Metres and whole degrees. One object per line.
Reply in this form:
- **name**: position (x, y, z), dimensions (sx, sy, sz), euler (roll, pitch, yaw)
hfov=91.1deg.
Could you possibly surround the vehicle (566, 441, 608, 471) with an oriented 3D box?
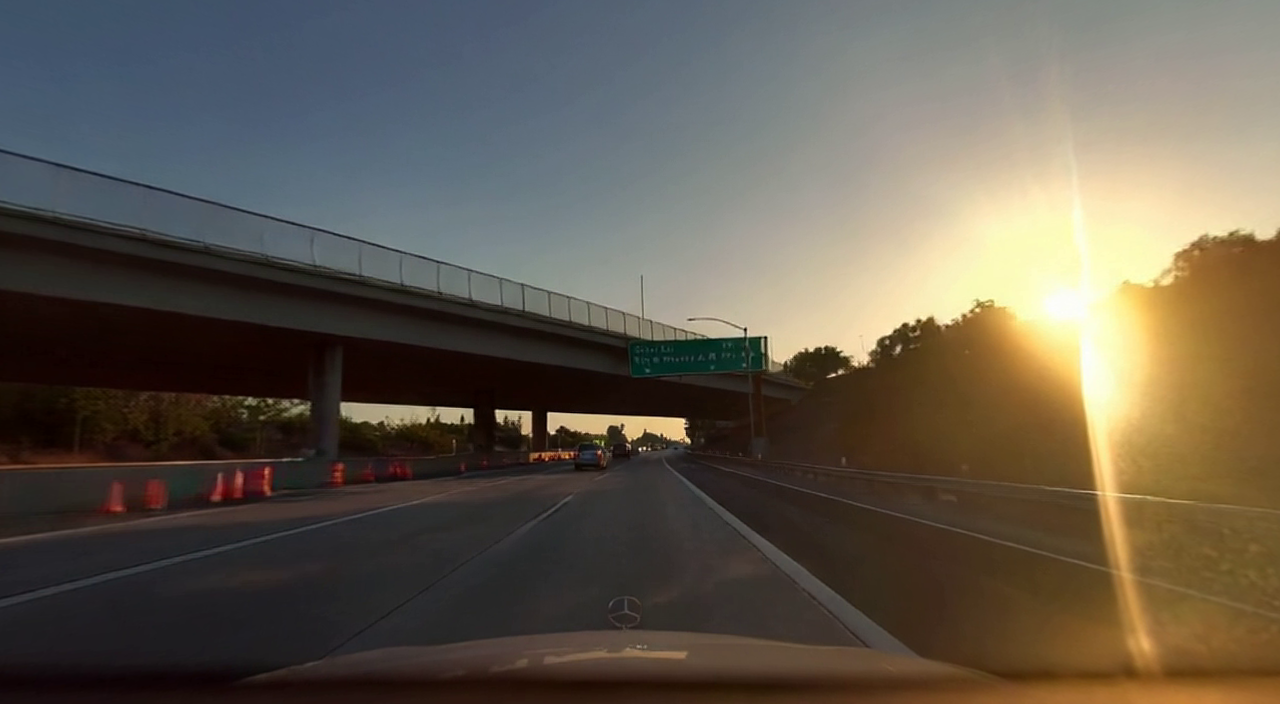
- **vehicle**: position (-3.081, 6.134, 37.139), dimensions (2.078, 1.629, 4.059), euler (0, -8, 1)
